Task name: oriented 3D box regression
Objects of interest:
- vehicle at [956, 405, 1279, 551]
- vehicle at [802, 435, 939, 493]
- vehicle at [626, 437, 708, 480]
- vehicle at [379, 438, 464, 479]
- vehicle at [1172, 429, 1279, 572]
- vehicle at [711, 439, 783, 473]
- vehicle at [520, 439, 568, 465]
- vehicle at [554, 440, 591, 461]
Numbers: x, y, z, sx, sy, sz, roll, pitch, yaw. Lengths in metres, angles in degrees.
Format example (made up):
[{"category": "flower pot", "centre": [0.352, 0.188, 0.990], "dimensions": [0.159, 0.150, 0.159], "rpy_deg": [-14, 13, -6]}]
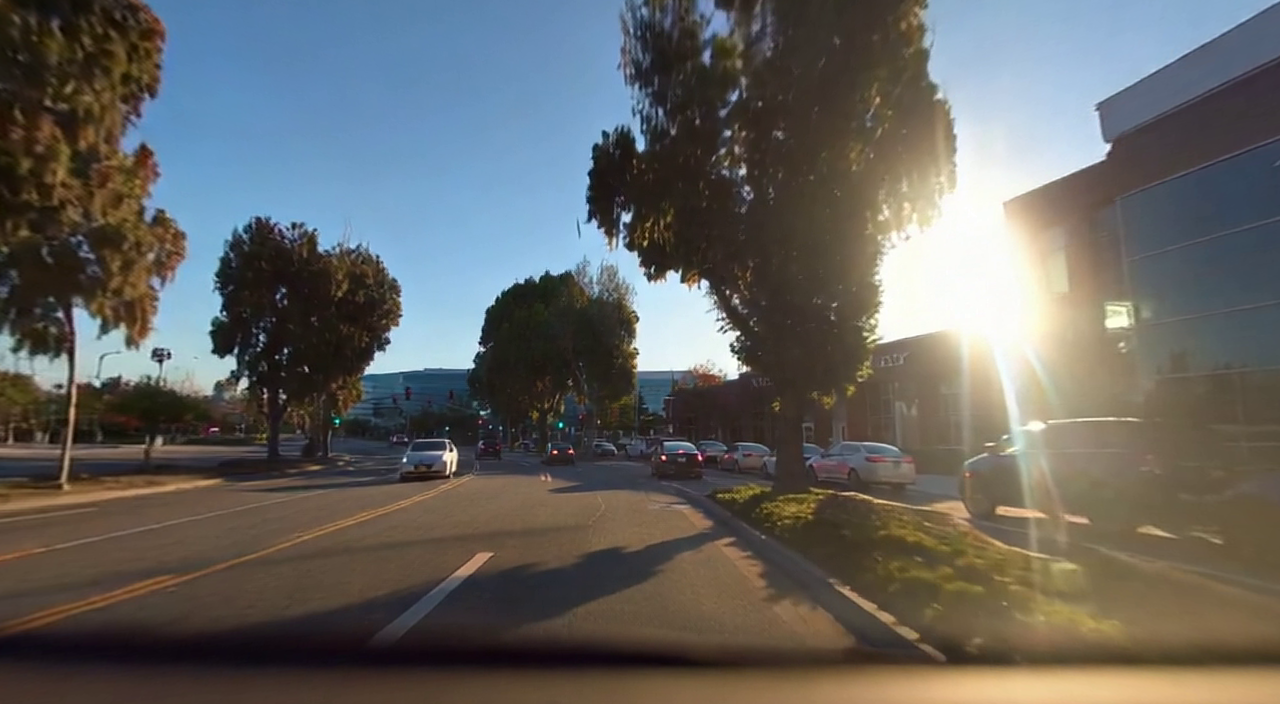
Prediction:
[{"category": "vehicle", "centre": [7.330, 1.862, 9.965], "dimensions": [2.070, 1.758, 4.392], "rpy_deg": [1, -8, -5]}, {"category": "vehicle", "centre": [6.615, 3.264, 18.757], "dimensions": [1.890, 1.488, 4.567], "rpy_deg": [1, -9, -7]}, {"category": "vehicle", "centre": [0.914, 4.105, 24.548], "dimensions": [2.280, 1.472, 4.426], "rpy_deg": [1, -9, -10]}, {"category": "vehicle", "centre": [-8.778, 4.313, 25.747], "dimensions": [2.325, 1.509, 4.340], "rpy_deg": [1, -9, -6]}, {"category": "vehicle", "centre": [7.525, 1.371, 5.417], "dimensions": [1.972, 1.429, 4.487], "rpy_deg": [2, -10, 0]}, {"category": "vehicle", "centre": [4.896, 4.814, 29.515], "dimensions": [1.820, 1.450, 4.408], "rpy_deg": [2, -9, -12]}, {"category": "vehicle", "centre": [-6.234, 6.406, 40.569], "dimensions": [2.308, 1.535, 4.811], "rpy_deg": [2, -9, -17]}, {"category": "vehicle", "centre": [-5.129, 7.415, 47.585], "dimensions": [1.957, 1.463, 4.701], "rpy_deg": [2, -9, -16]}]
